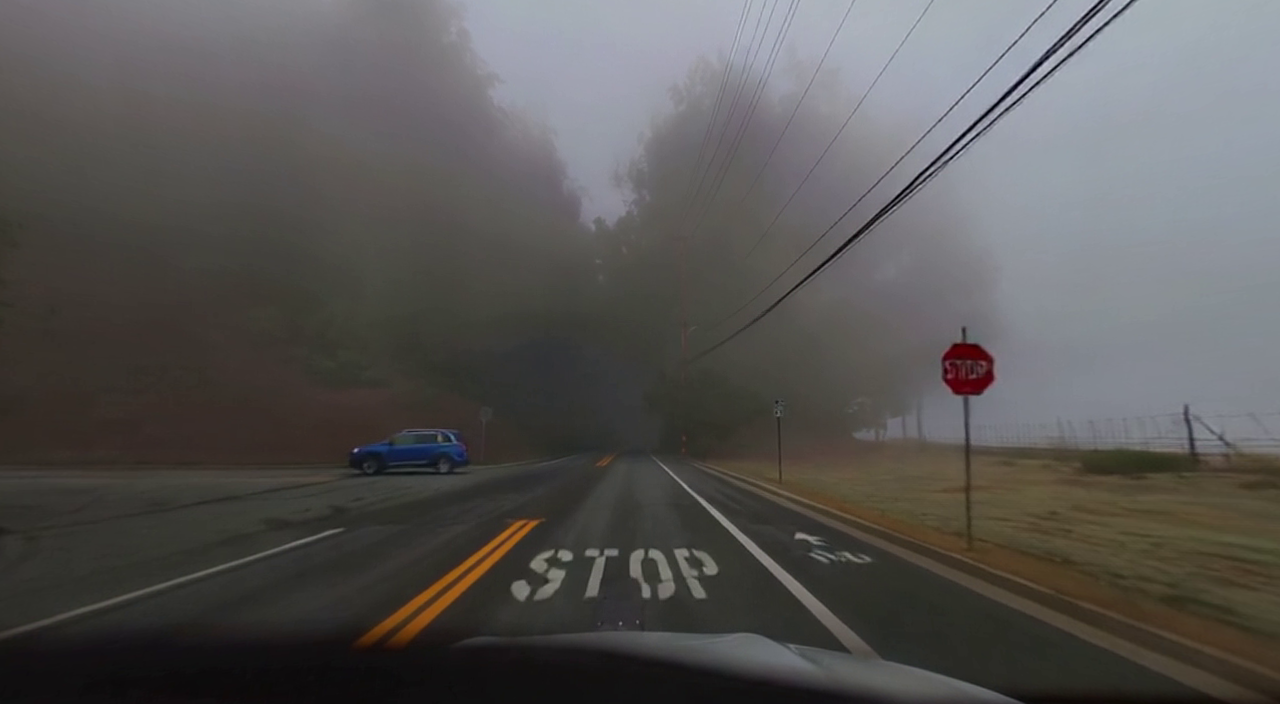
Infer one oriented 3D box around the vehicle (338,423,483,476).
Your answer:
[{"bbox_3d":[-9.347,4.016,26.067,5.020,1.973,2.348,8,-12,-42],"label":"vehicle"}]
